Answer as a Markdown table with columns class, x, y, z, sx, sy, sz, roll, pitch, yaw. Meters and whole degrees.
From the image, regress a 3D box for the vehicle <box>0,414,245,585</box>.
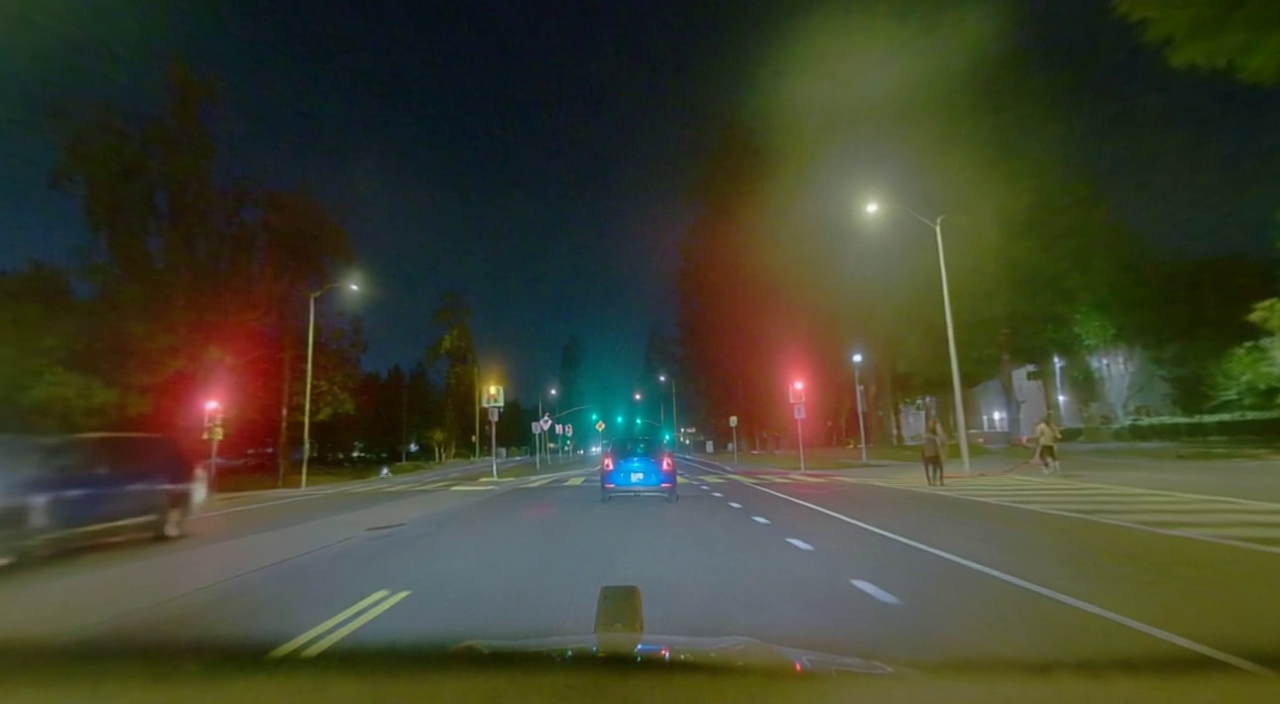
| class | x | y | z | sx | sy | sz | roll | pitch | yaw |
| --- | --- | --- | --- | --- | --- | --- | --- | --- | --- |
| vehicle | -8.434 | 1.973 | 9.166 | 2.179 | 1.933 | 5.034 | -1 | -8 | -1 |

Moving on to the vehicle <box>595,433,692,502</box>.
| class | x | y | z | sx | sy | sz | roll | pitch | yaw |
| --- | --- | --- | --- | --- | --- | --- | --- | --- | --- |
| vehicle | 0.009 | 2.970 | 16.740 | 2.221 | 1.570 | 4.398 | 0 | -8 | -2 |
